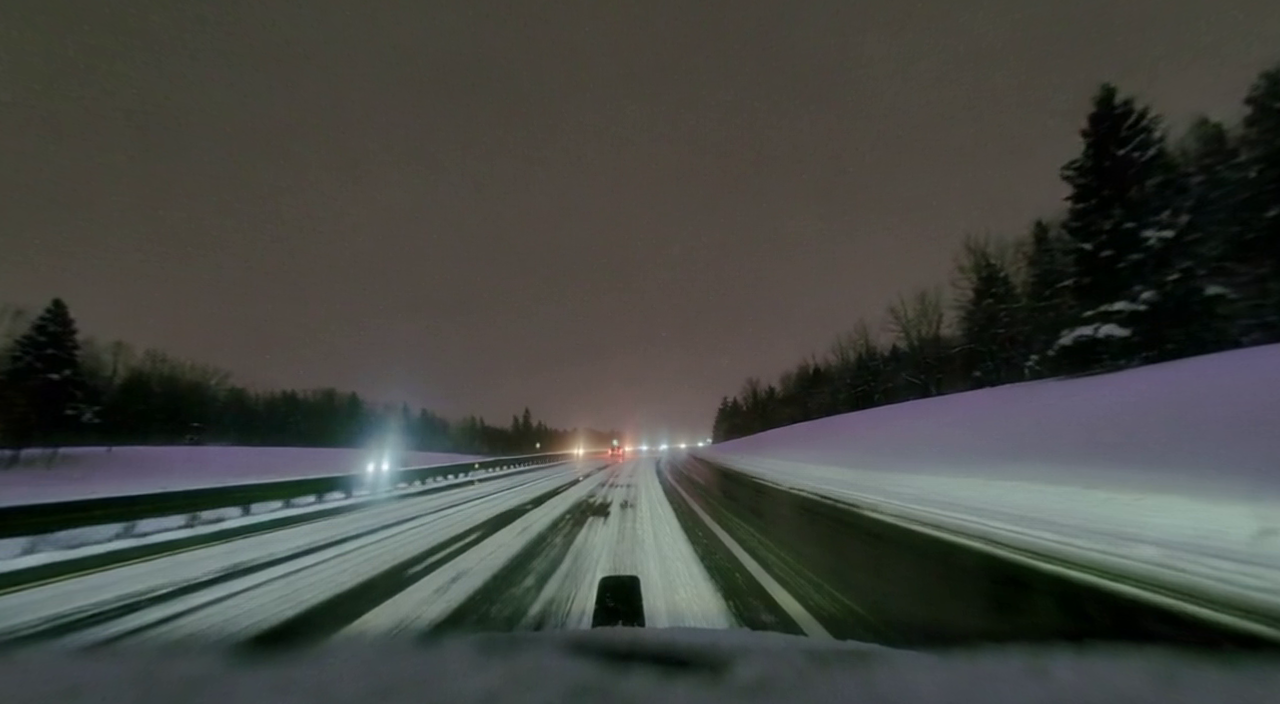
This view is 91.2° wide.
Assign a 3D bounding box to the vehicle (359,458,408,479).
[{"bbox_3d":[-20.046,9.072,49.155,1.900,1.506,4.258,0,-9,1],"label":"vehicle"}]
